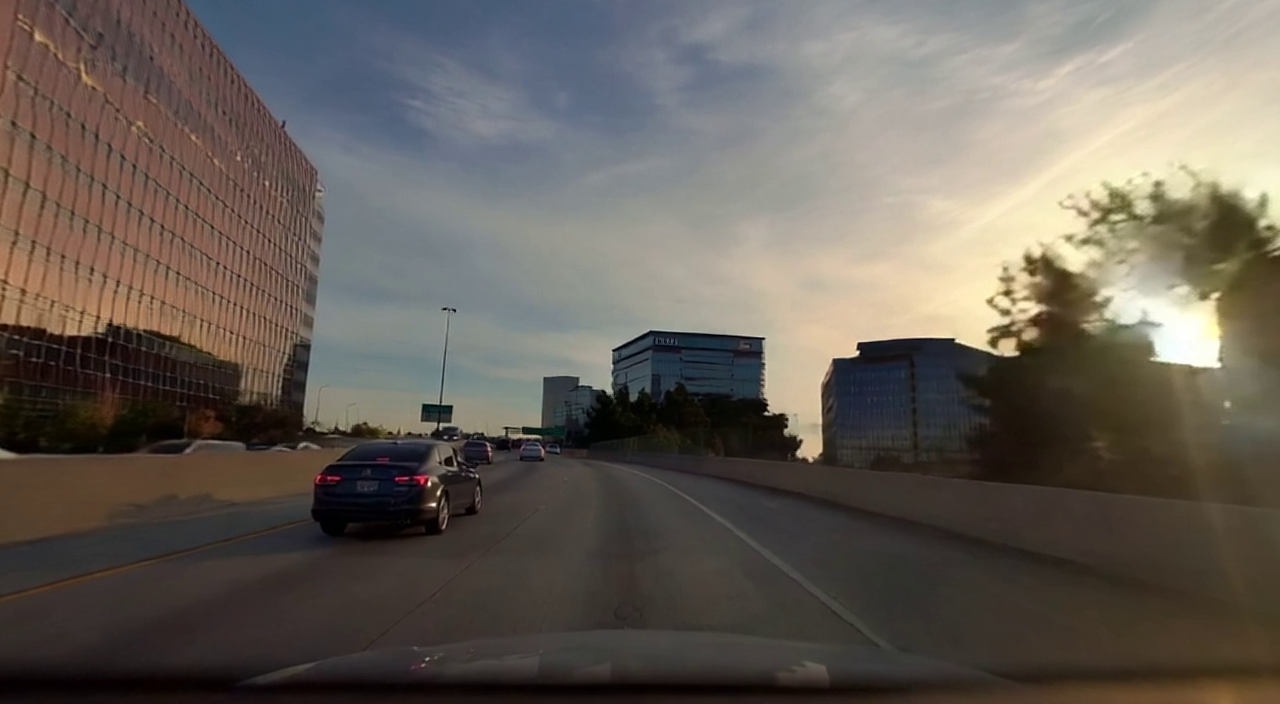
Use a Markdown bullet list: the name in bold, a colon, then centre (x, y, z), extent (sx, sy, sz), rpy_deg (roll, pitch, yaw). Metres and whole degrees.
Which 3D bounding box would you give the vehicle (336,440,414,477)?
- **vehicle**: centre (-11.826, 4.761, 28.478), extent (1.957, 1.514, 4.528), rpy_deg (0, -9, -5)

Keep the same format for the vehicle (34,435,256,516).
- **vehicle**: centre (-10.916, 2.715, 14.382), extent (1.897, 1.538, 4.033), rpy_deg (0, -9, -3)
